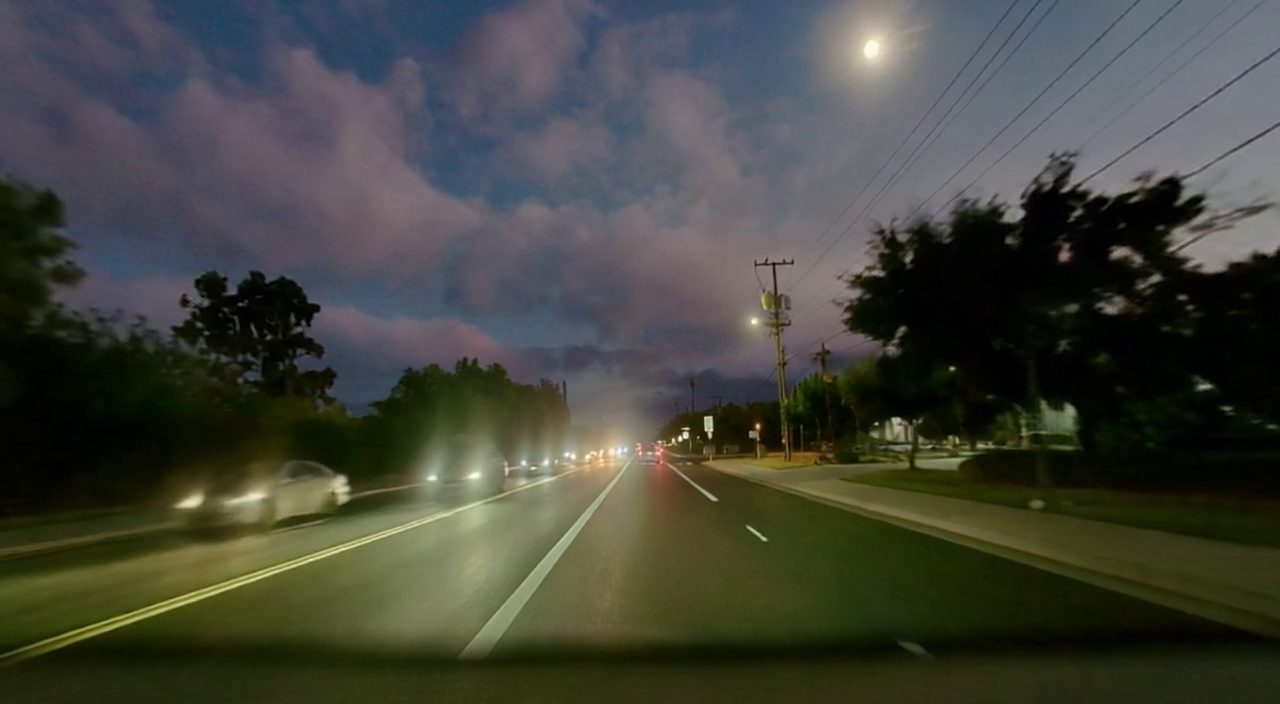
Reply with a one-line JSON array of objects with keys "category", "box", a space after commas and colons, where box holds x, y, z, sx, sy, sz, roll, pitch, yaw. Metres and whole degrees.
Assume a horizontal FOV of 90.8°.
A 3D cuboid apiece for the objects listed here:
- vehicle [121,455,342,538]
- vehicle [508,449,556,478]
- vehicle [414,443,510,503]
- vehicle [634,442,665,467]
[{"category": "vehicle", "box": [-8.953, 3.153, 14.462, 2.058, 1.495, 4.448, -1, -8, 0]}, {"category": "vehicle", "box": [-5.884, 6.111, 34.905, 1.933, 1.492, 3.755, -1, -8, 1]}, {"category": "vehicle", "box": [-5.405, 3.678, 19.716, 1.792, 1.628, 4.000, -1, -8, 0]}, {"category": "vehicle", "box": [0.673, 7.676, 47.309, 2.163, 1.746, 4.073, -1, -8, 0]}]
